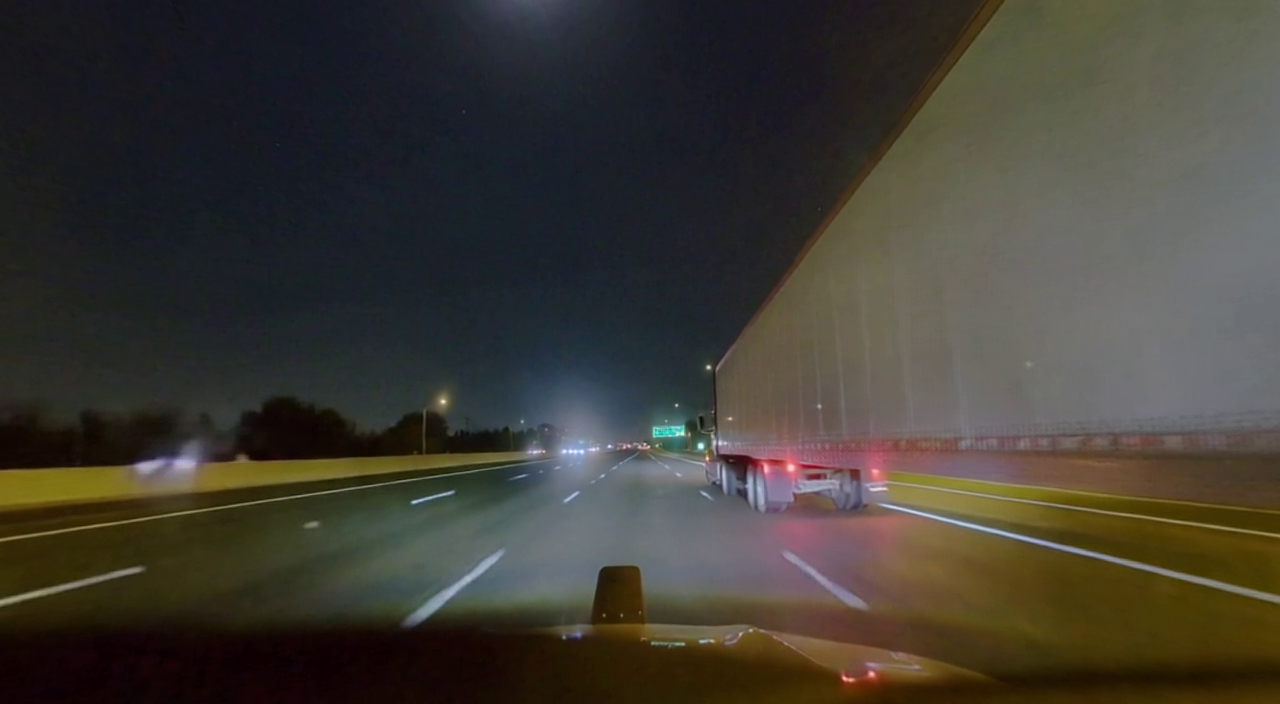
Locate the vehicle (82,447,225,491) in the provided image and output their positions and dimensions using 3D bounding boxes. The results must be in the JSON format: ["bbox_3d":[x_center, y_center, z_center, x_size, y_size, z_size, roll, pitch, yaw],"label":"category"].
[{"bbox_3d":[-18.894,4.538,24.780,1.961,1.550,4.440,0,-9,2],"label":"vehicle"}]

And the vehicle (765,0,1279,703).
[{"bbox_3d":[3.786,-0.163,3.850,2.949,4.149,16.046,0,-9,1],"label":"vehicle"}]
